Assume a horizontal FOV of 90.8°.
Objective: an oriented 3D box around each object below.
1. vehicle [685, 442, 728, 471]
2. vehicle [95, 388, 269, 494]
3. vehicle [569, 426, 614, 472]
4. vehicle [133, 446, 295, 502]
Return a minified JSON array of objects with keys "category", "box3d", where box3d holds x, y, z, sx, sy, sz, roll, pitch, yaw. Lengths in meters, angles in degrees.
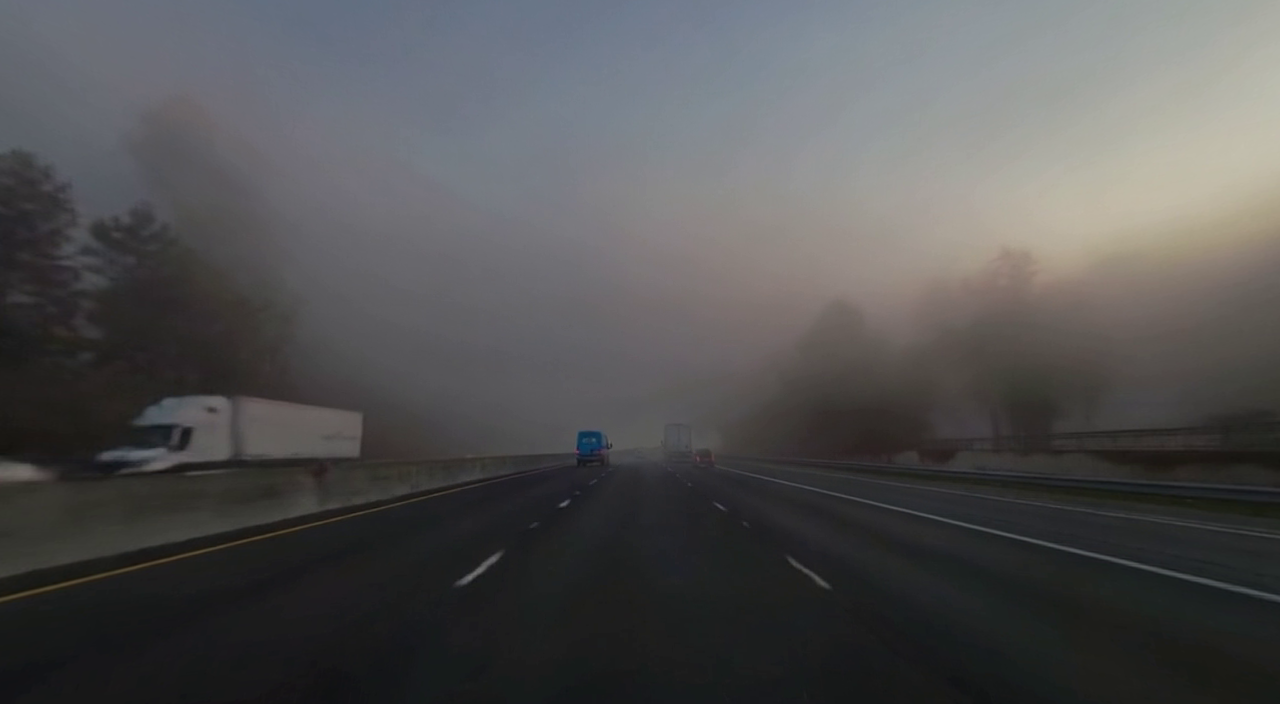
[{"category":"vehicle","box3d":[3.956,6.323,38.339,2.066,1.638,4.158,0,-9,-2]},{"category":"vehicle","box3d":[-20.378,4.068,28.693,3.054,4.226,6.203,0,-9,0]},{"category":"vehicle","box3d":[-2.993,6.209,40.385,2.380,2.648,6.879,0,-9,-1]},{"category":"vehicle","box3d":[-12.440,3.562,18.844,1.829,1.445,4.332,0,-9,0]}]
